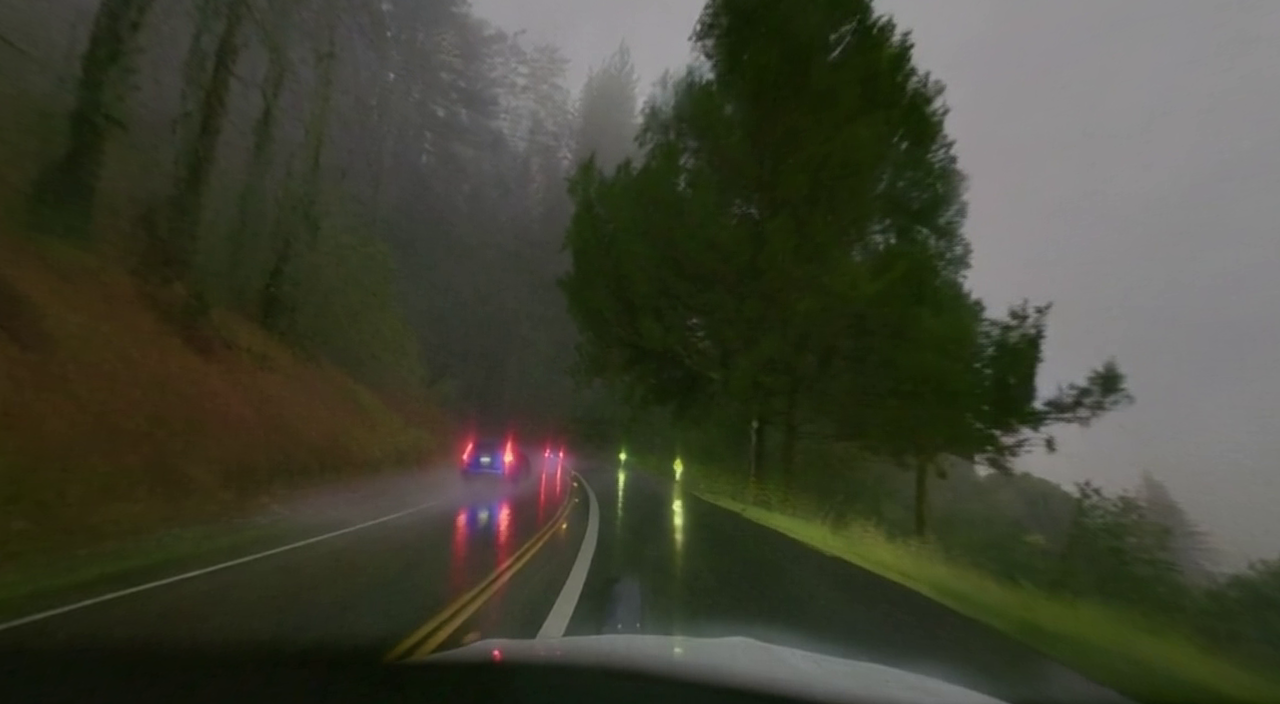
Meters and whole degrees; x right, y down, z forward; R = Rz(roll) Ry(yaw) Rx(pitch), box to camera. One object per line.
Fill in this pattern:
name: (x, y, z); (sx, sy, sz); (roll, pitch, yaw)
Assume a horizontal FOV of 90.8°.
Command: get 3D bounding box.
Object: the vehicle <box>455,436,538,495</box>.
vehicle: (-4.944, 3.972, 22.550); (2.104, 1.851, 4.992); (1, -8, -4)
